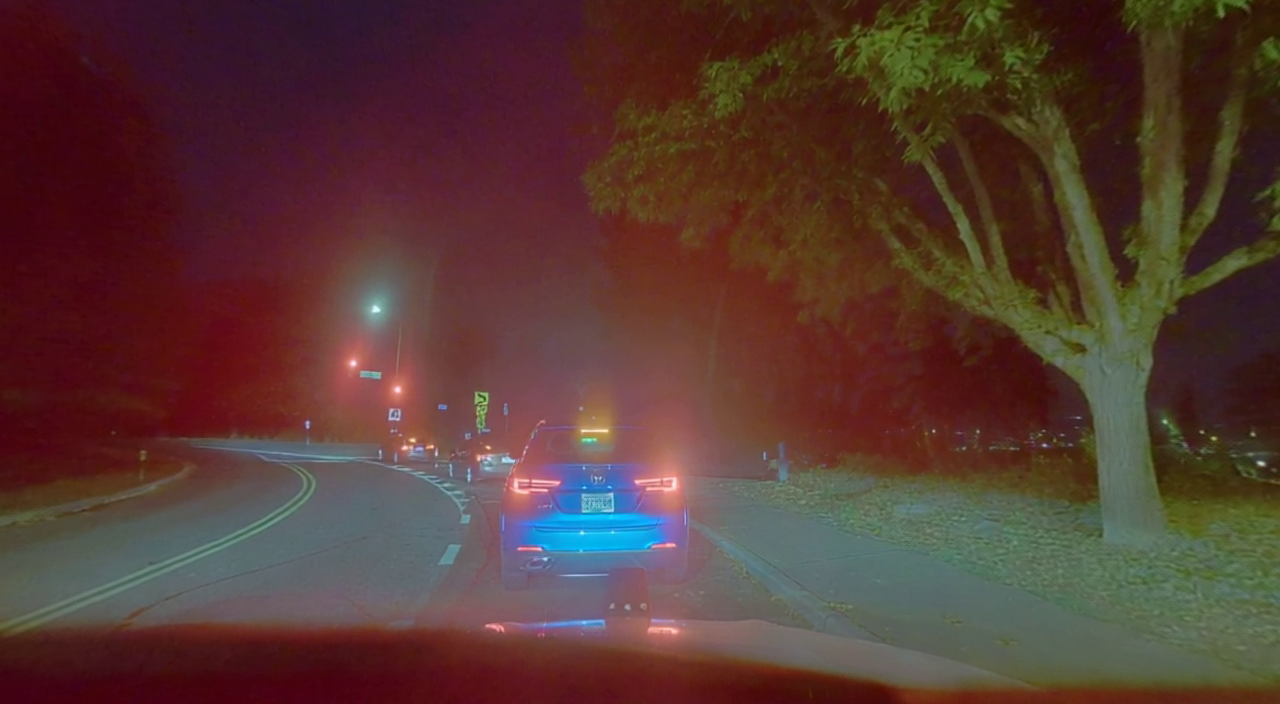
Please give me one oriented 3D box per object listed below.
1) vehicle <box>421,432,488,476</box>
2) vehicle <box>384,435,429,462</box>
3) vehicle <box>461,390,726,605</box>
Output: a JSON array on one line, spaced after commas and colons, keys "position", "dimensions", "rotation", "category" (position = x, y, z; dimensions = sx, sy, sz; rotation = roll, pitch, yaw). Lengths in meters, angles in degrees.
[{"position": [-7.288, 3.931, 24.492], "dimensions": [1.902, 1.536, 3.662], "rotation": [4, -9, -25], "category": "vehicle"}, {"position": [-13.752, 5.630, 36.903], "dimensions": [1.863, 1.488, 4.426], "rotation": [4, -9, -27], "category": "vehicle"}, {"position": [-0.678, 1.457, 7.204], "dimensions": [2.134, 1.671, 4.147], "rotation": [1, -8, -9], "category": "vehicle"}]
